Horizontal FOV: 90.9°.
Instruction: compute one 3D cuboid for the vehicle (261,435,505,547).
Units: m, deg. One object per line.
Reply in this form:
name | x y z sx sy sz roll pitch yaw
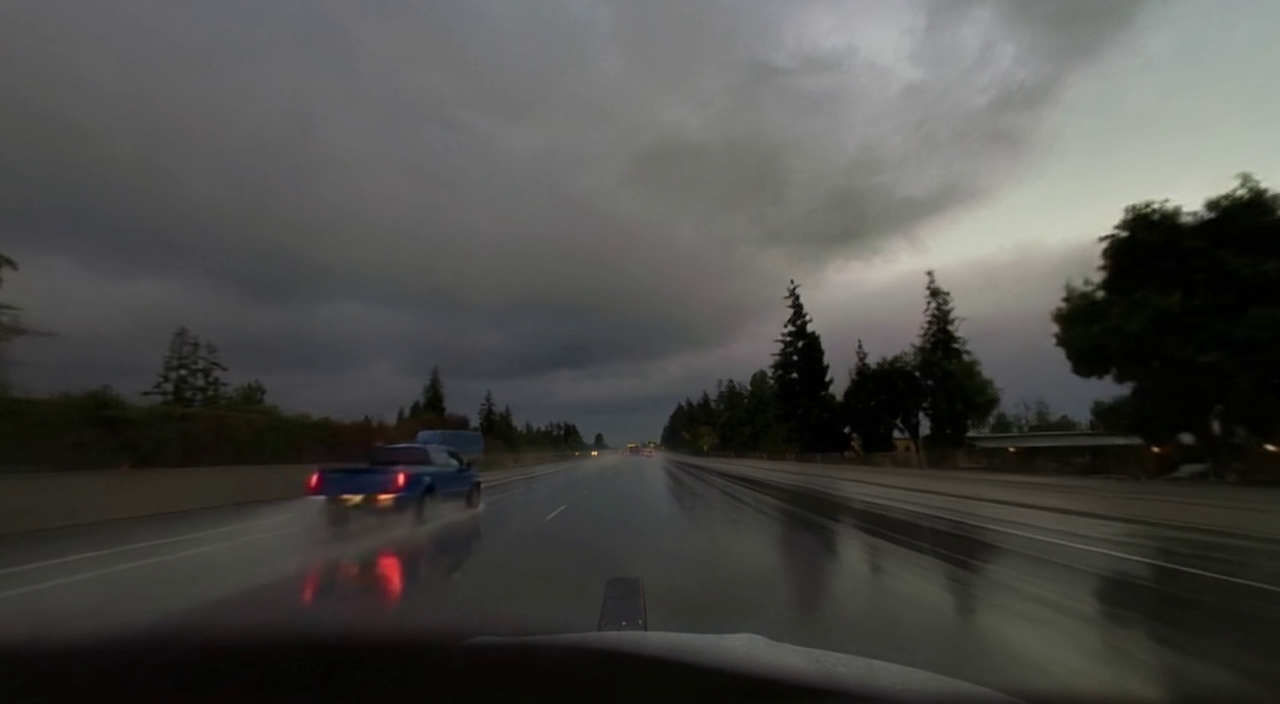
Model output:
vehicle | -4.128 2.344 11.433 2.128 1.521 5.409 0 -9 1
